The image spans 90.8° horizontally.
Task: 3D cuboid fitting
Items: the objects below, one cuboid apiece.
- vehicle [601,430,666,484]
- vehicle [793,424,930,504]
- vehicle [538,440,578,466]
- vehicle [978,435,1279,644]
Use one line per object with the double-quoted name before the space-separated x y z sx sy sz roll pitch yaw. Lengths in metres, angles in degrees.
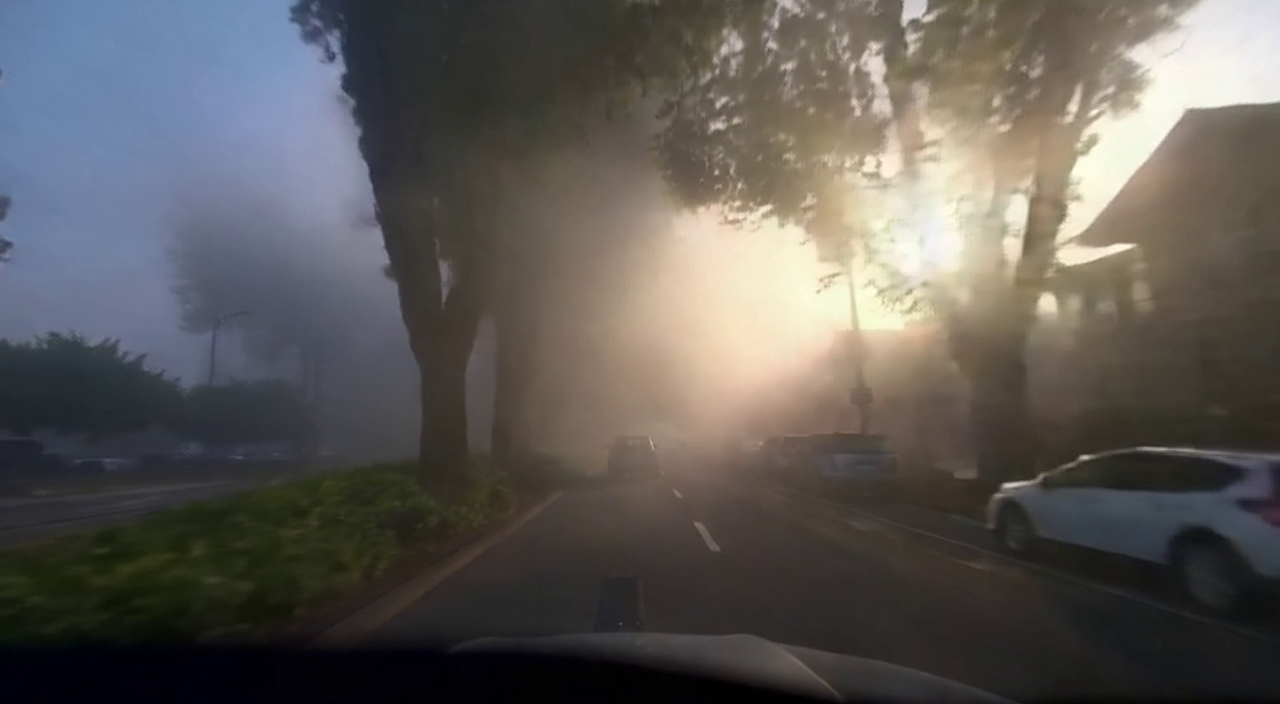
"vehicle" -0.263 3.632 22.162 2.070 1.698 3.925 0 -8 -1
"vehicle" 5.825 3.008 17.363 2.139 1.872 4.585 0 -8 1
"vehicle" -4.973 6.222 38.975 2.105 1.474 4.808 0 -8 -3
"vehicle" 5.562 1.561 5.988 2.022 1.484 4.612 0 -8 -2
